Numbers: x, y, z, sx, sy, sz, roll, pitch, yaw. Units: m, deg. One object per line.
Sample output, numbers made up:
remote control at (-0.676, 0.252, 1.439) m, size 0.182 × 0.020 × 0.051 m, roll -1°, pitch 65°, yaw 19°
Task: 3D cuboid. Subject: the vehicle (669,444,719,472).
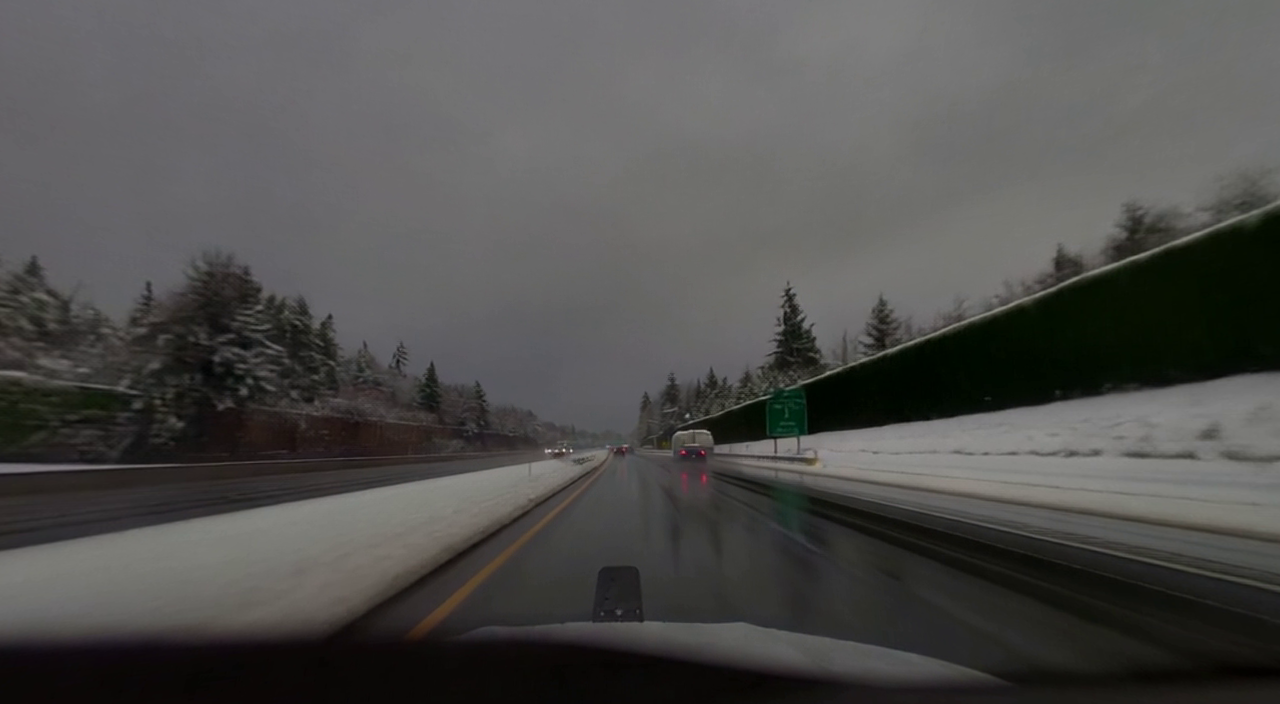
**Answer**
vehicle at (2.995, 6.034, 35.867) m, size 2.244 × 1.498 × 4.338 m, roll 0°, pitch -9°, yaw -3°
